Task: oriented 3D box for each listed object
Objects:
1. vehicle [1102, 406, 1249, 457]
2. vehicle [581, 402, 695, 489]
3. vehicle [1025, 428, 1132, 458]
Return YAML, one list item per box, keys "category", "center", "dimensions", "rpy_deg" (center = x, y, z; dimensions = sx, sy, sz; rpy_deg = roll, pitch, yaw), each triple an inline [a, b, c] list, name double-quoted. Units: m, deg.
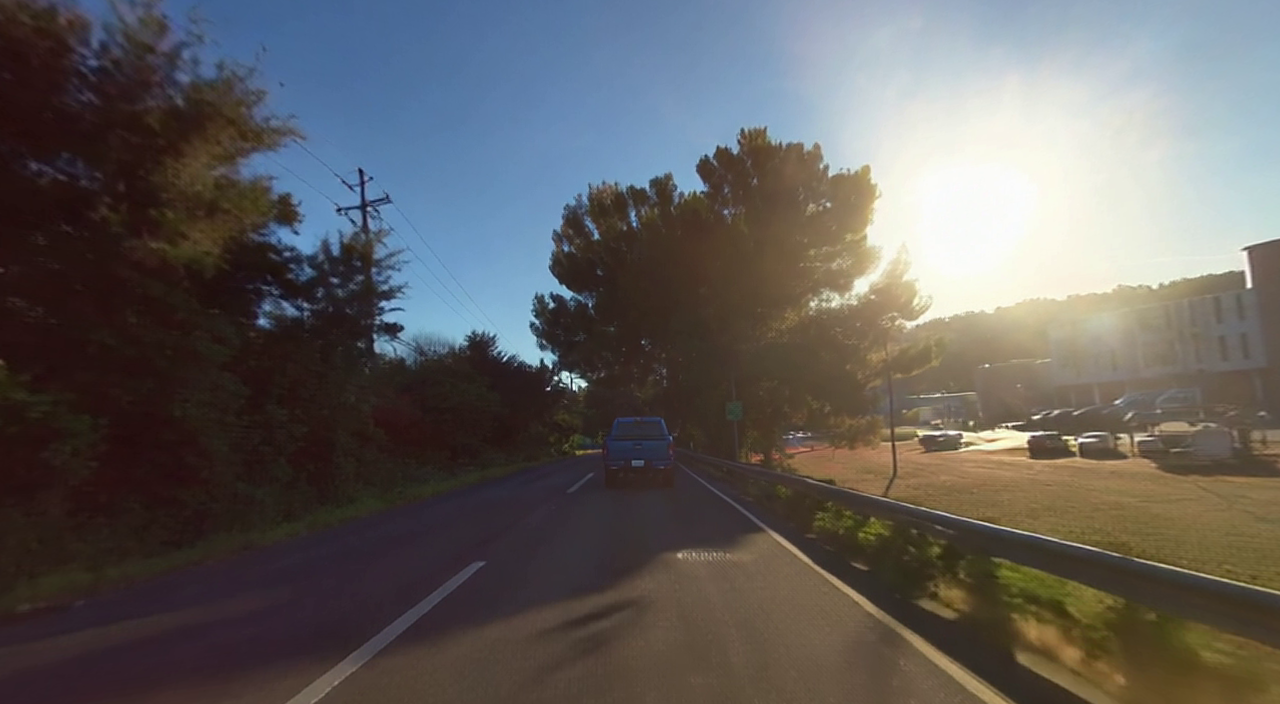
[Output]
- category: "vehicle"
  center: [33.636, 5.068, 39.986]
  dimensions: [2.581, 2.932, 6.340]
  rpy_deg: [4, -9, -27]
- category: "vehicle"
  center: [-0.107, 3.034, 20.629]
  dimensions: [3.021, 2.326, 7.410]
  rpy_deg: [0, -8, -1]
- category: "vehicle"
  center: [31.394, 6.555, 45.587]
  dimensions: [2.323, 2.002, 6.310]
  rpy_deg: [2, -8, -13]
